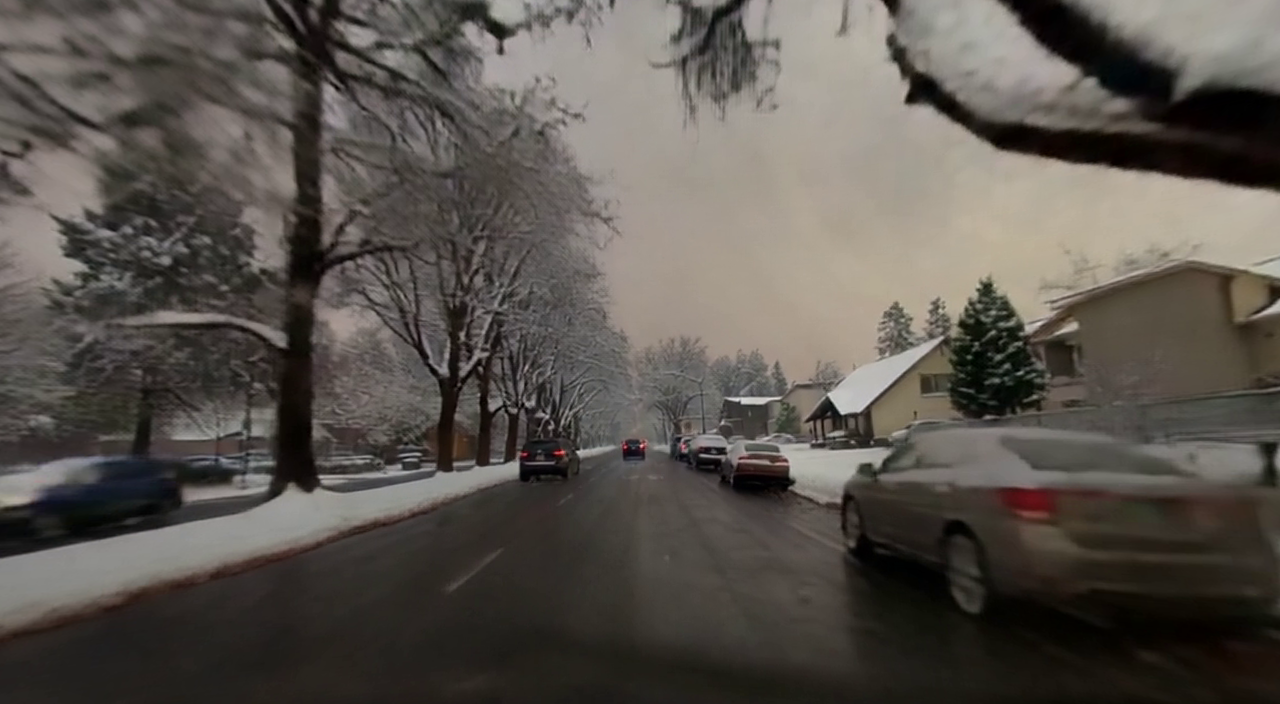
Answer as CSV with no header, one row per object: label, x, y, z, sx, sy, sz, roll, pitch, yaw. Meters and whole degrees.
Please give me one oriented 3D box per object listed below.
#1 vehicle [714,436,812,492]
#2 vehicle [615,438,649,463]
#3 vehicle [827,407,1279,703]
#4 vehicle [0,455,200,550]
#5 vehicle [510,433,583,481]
vehicle,3.657,3.426,19.791,2.019,1.495,4.755,0,-8,-1
vehicle,-0.516,6.568,42.380,2.142,1.548,4.273,0,-8,0
vehicle,3.286,1.359,5.420,2.006,1.518,4.534,-1,-8,1
vehicle,-11.530,2.911,12.887,2.167,1.497,4.256,0,-8,-2
vehicle,-3.552,4.085,24.959,2.129,1.668,4.722,0,-8,1
